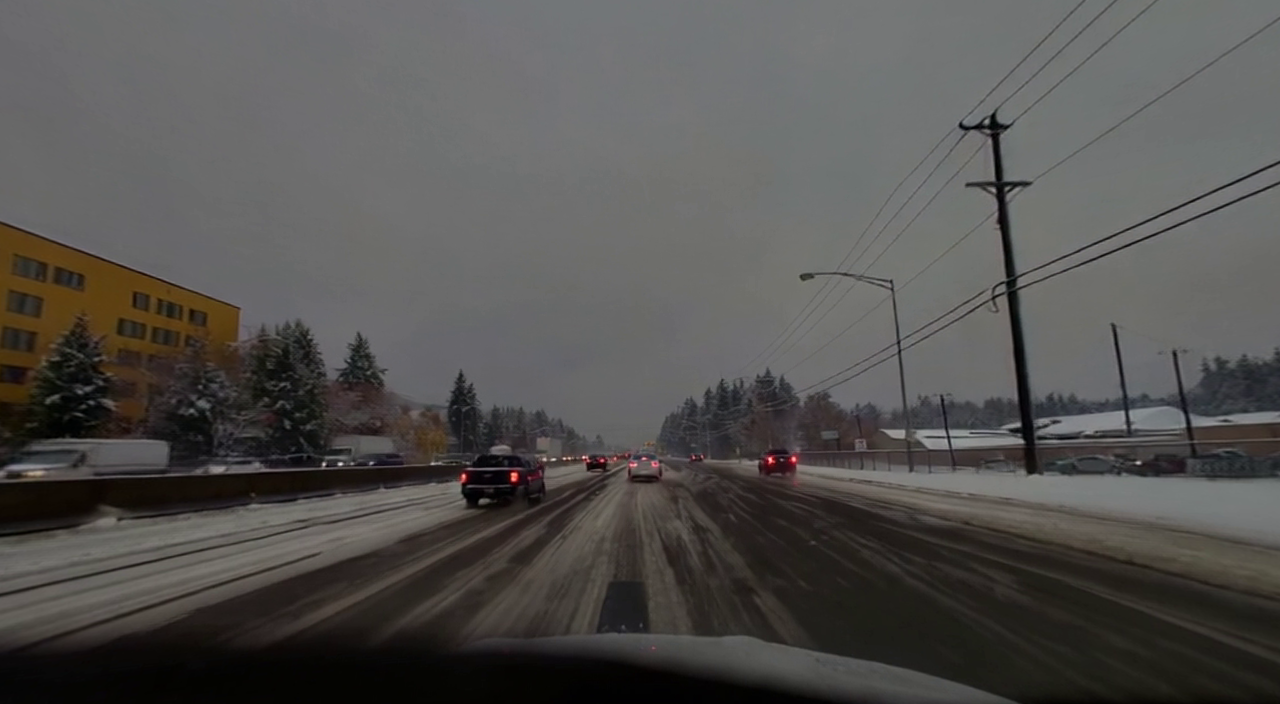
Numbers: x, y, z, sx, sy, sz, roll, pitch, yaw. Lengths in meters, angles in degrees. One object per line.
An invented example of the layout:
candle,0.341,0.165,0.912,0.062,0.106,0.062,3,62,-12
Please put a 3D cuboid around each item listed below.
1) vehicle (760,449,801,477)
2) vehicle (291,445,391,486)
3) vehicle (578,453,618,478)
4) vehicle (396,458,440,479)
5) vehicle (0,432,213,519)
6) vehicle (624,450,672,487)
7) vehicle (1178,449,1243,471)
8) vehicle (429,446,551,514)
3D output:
vehicle,9.805,7.758,44.449,2.106,1.817,4.845,-1,-8,4
vehicle,-12.406,4.705,26.565,1.991,1.537,4.464,-1,-8,0
vehicle,-2.663,7.316,40.939,2.034,1.466,4.363,-1,-8,3
vehicle,-16.547,8.661,47.177,1.834,1.406,3.789,0,-8,0
vehicle,-12.774,2.813,14.927,2.037,1.712,4.530,-1,-8,1
vehicle,0.358,5.436,29.724,2.107,1.538,3.999,-1,-8,1
vehicle,43.527,8.251,48.113,3.458,1.409,1.632,-2,-8,-6
vehicle,-3.772,3.299,16.835,2.059,1.508,4.662,-1,-8,1
